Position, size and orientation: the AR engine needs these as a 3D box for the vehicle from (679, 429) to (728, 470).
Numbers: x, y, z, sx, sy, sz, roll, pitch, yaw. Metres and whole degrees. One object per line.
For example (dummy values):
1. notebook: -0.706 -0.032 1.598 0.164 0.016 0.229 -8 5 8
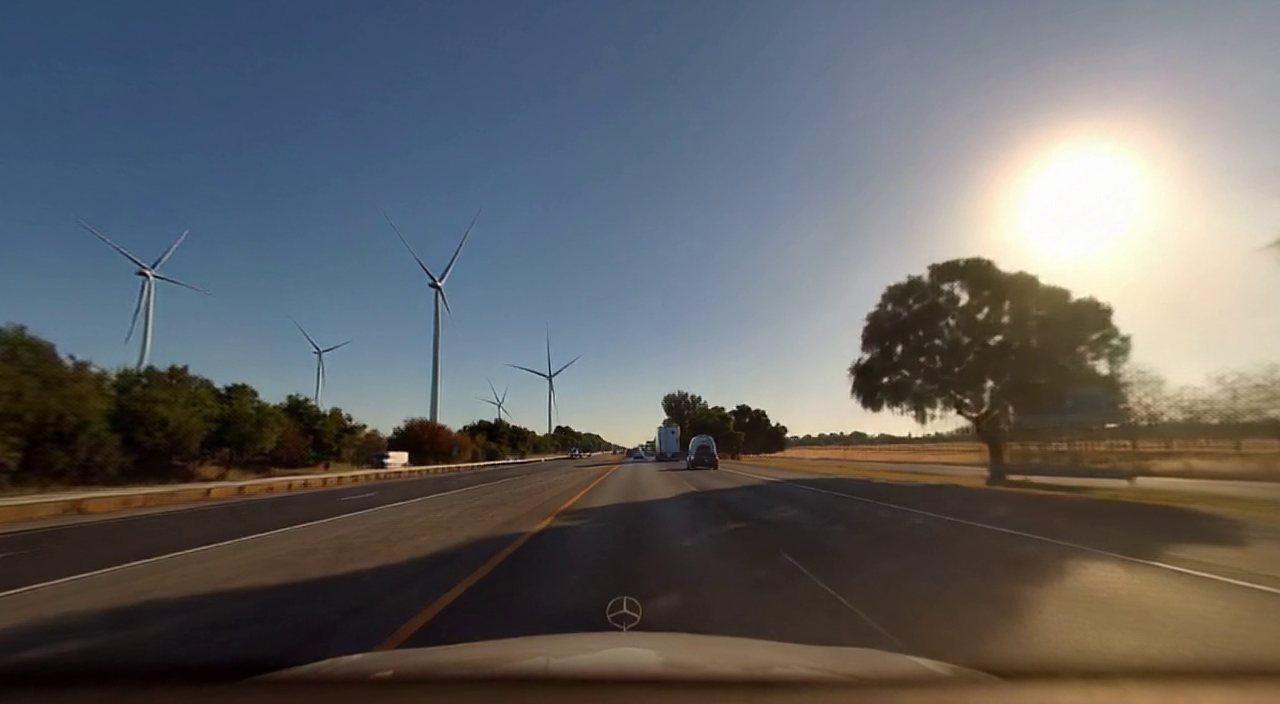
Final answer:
1. vehicle: 4.295 6.740 43.514 2.609 2.648 5.397 0 -9 -2
